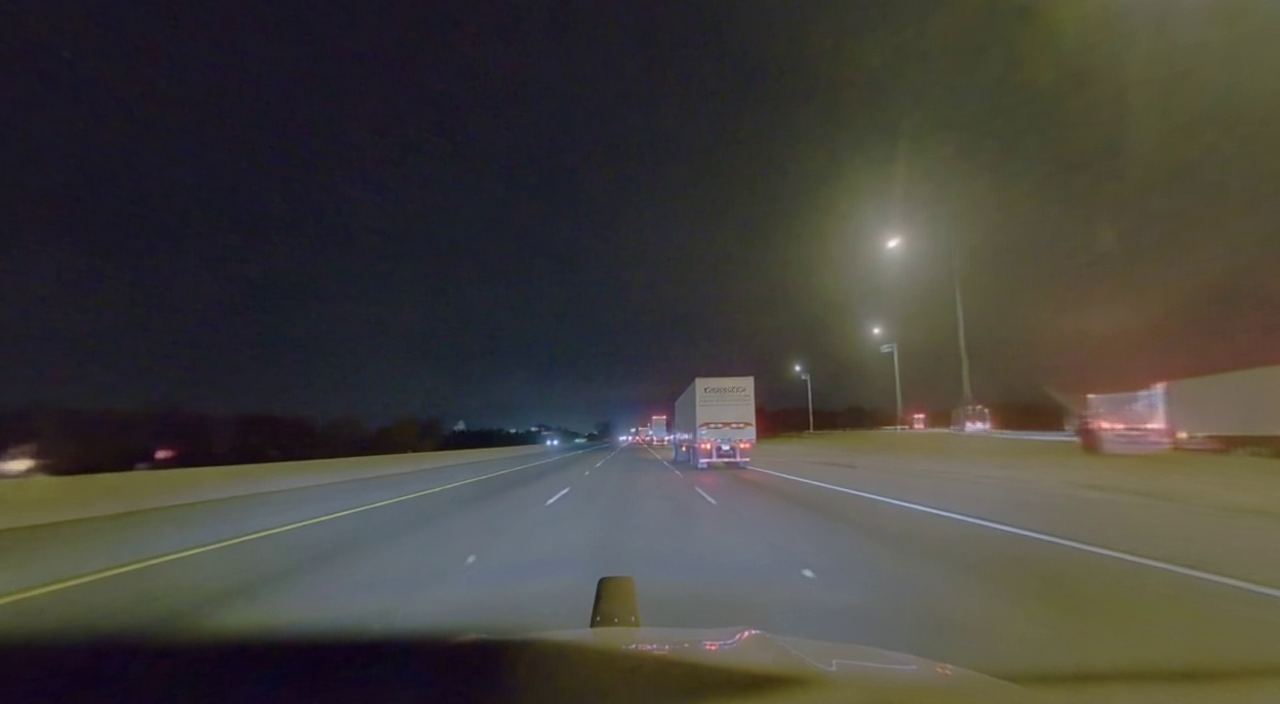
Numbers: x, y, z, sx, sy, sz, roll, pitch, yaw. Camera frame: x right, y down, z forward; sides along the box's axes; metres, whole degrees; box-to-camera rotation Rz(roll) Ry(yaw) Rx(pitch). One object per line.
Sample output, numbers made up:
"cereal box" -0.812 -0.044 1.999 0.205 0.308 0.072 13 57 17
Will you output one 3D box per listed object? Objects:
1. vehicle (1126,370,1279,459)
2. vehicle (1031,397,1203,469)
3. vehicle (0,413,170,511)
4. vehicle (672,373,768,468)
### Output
"vehicle" 32.241 3.580 34.066 3.091 4.047 14.520 -2 -8 12
"vehicle" 24.396 4.000 32.923 2.865 2.885 8.040 -4 -3 2
"vehicle" -20.192 3.684 21.571 2.637 2.866 7.123 0 -8 -1
"vehicle" 3.796 3.958 34.337 2.976 4.064 14.619 0 -8 -1
